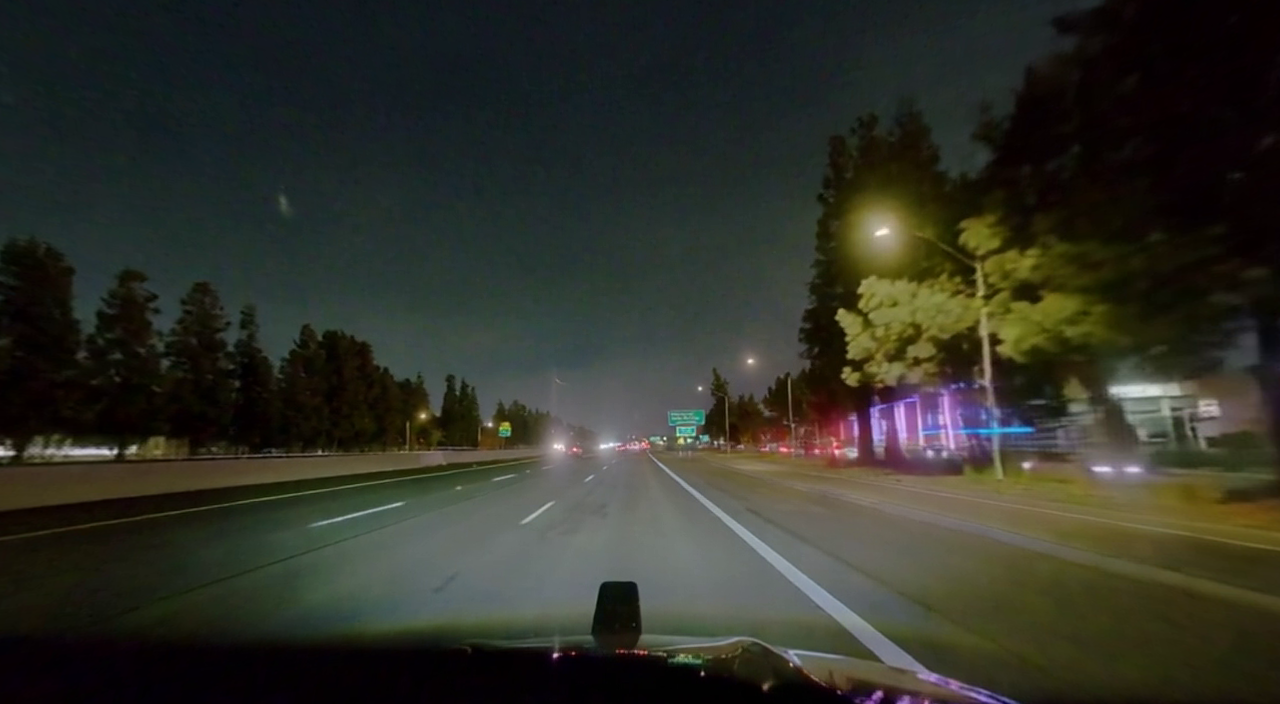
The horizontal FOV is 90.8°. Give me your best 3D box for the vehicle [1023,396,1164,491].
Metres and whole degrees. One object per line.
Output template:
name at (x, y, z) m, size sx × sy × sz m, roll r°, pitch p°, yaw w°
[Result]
vehicle at (14.821, 3.005, 20.865) m, size 2.312 × 2.875 × 2.697 m, roll 0°, pitch -8°, yaw -6°
